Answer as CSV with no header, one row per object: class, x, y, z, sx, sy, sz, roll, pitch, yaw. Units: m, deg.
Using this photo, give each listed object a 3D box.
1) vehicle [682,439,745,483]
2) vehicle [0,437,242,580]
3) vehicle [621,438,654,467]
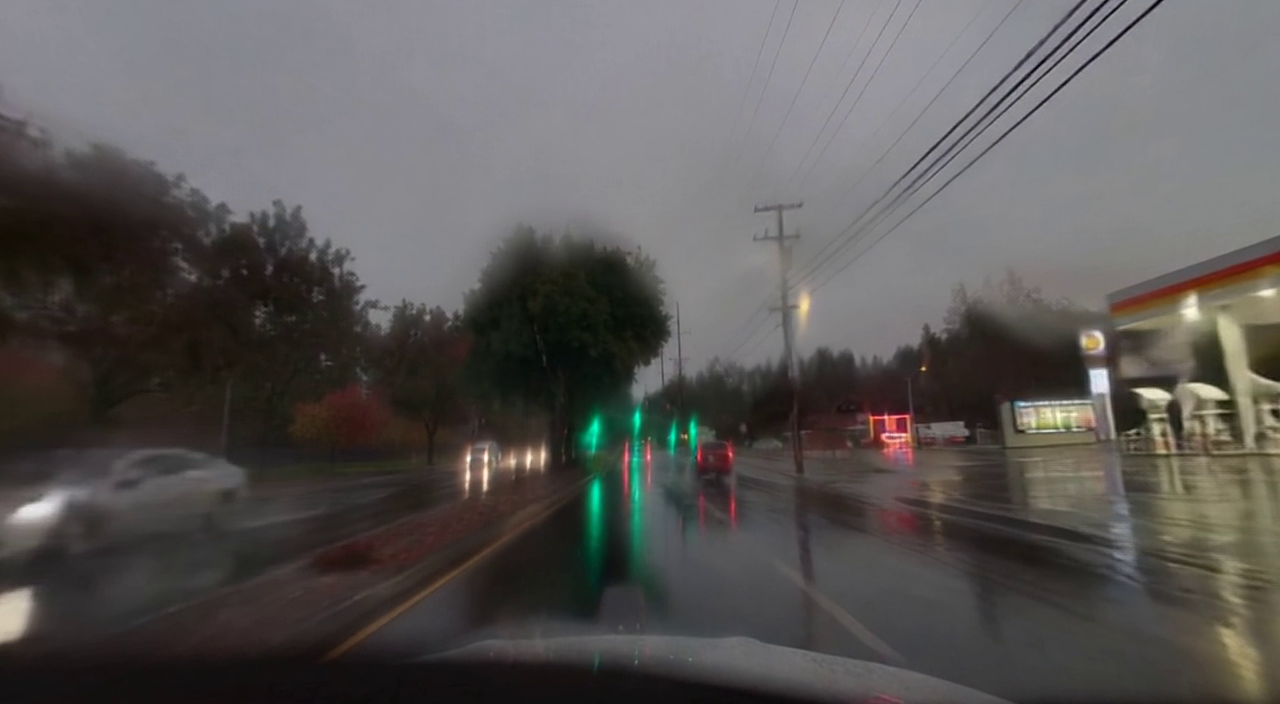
vehicle,2.942,4.442,26.101,1.990,1.592,4.294,0,-8,-1
vehicle,-8.203,2.065,9.158,2.085,1.582,4.305,-1,-8,-1
vehicle,-0.203,6.823,43.156,2.163,1.825,4.073,0,-8,-1
